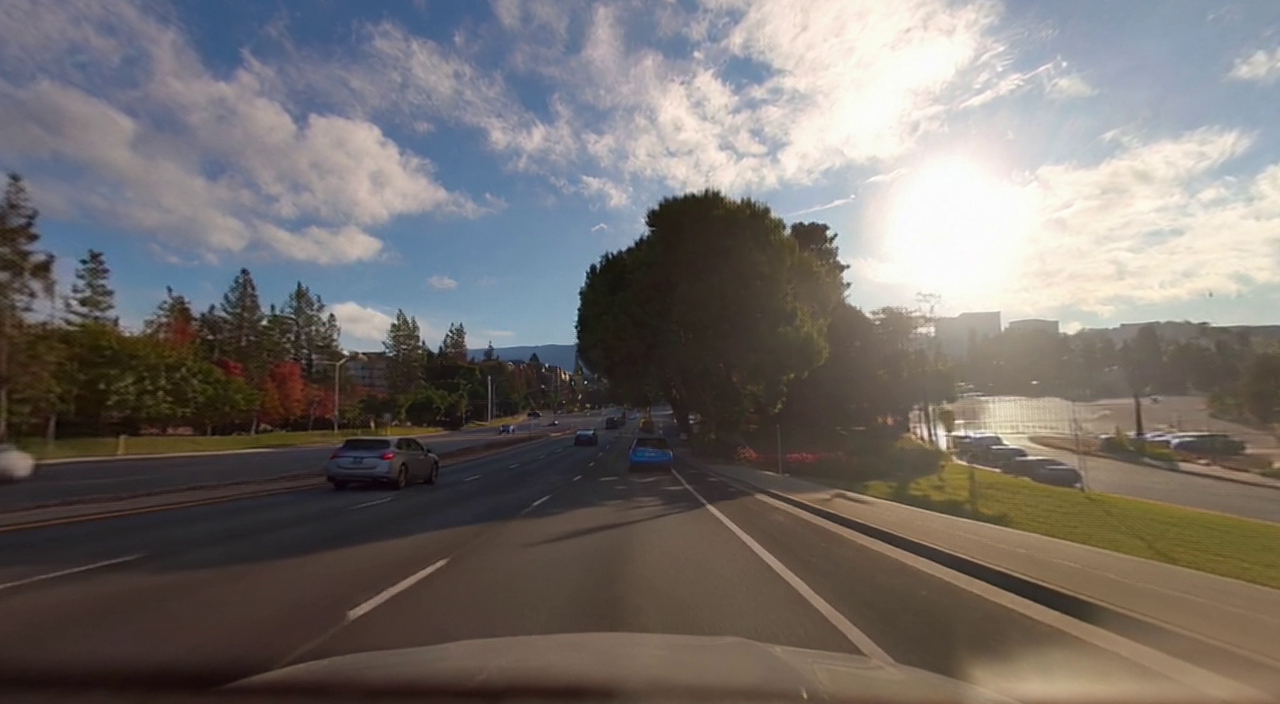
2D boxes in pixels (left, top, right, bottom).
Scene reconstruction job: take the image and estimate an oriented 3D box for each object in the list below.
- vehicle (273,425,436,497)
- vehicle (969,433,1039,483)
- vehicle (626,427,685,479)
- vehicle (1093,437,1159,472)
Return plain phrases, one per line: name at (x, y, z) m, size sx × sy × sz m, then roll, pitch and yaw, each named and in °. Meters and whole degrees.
vehicle at (-7.463, 2.905, 17.265) m, size 1.997 × 1.650 × 5.090 m, roll 0°, pitch -8°, yaw 1°
vehicle at (18.231, 5.258, 31.833) m, size 1.849 × 1.958 × 4.453 m, roll -1°, pitch -3°, yaw 14°
vehicle at (0.561, 3.987, 25.093) m, size 2.125 × 1.830 × 4.370 m, roll 0°, pitch -9°, yaw 0°
vehicle at (29.393, 6.199, 38.352) m, size 2.059 × 1.942 × 4.496 m, roll -6°, pitch -9°, yaw 25°
